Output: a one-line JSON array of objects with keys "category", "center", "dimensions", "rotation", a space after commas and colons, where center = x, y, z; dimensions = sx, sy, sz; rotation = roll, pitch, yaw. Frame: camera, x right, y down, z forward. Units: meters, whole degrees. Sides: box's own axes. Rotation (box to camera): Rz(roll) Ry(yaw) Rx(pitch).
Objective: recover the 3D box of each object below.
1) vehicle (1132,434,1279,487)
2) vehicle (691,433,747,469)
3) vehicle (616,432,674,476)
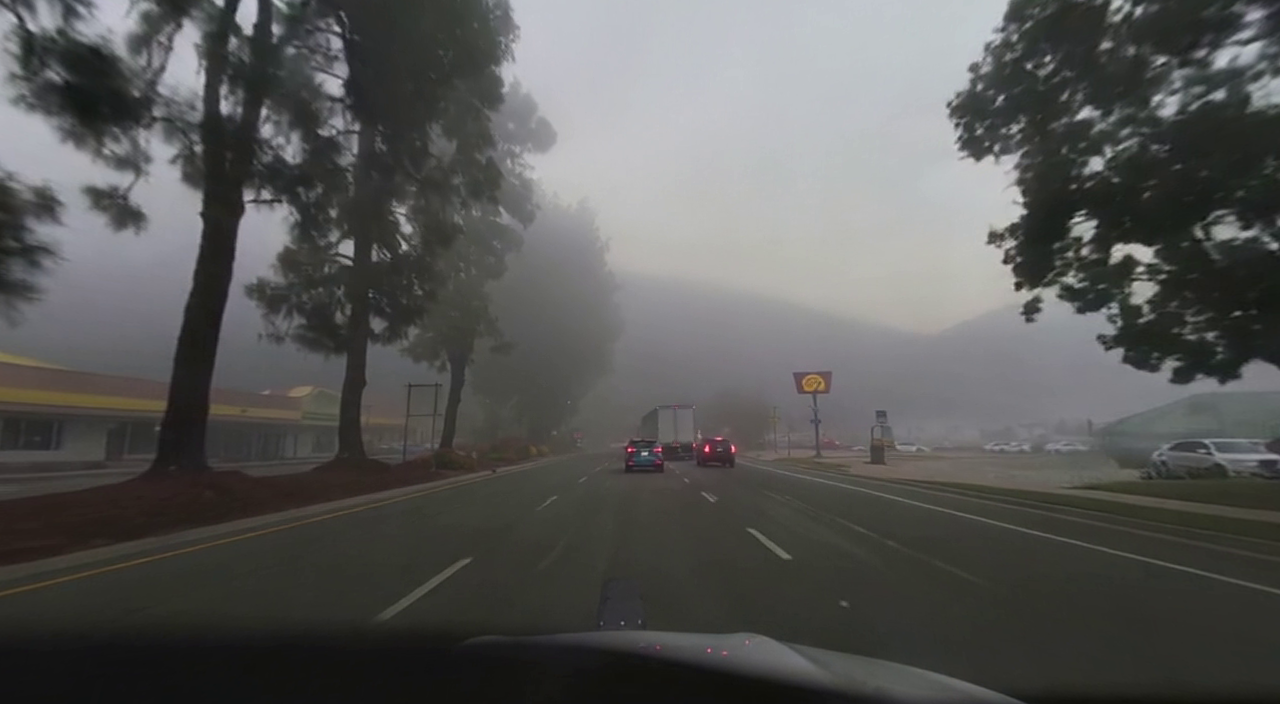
[{"category": "vehicle", "center": [19.589, 3.644, 21.423], "dimensions": [2.068, 1.627, 4.269], "rotation": [0, -8, -1]}, {"category": "vehicle", "center": [3.821, 4.868, 31.067], "dimensions": [2.088, 1.655, 4.360], "rotation": [0, -8, -1]}, {"category": "vehicle", "center": [0.140, 4.111, 25.516], "dimensions": [2.193, 1.651, 3.946], "rotation": [0, -8, -1]}]
